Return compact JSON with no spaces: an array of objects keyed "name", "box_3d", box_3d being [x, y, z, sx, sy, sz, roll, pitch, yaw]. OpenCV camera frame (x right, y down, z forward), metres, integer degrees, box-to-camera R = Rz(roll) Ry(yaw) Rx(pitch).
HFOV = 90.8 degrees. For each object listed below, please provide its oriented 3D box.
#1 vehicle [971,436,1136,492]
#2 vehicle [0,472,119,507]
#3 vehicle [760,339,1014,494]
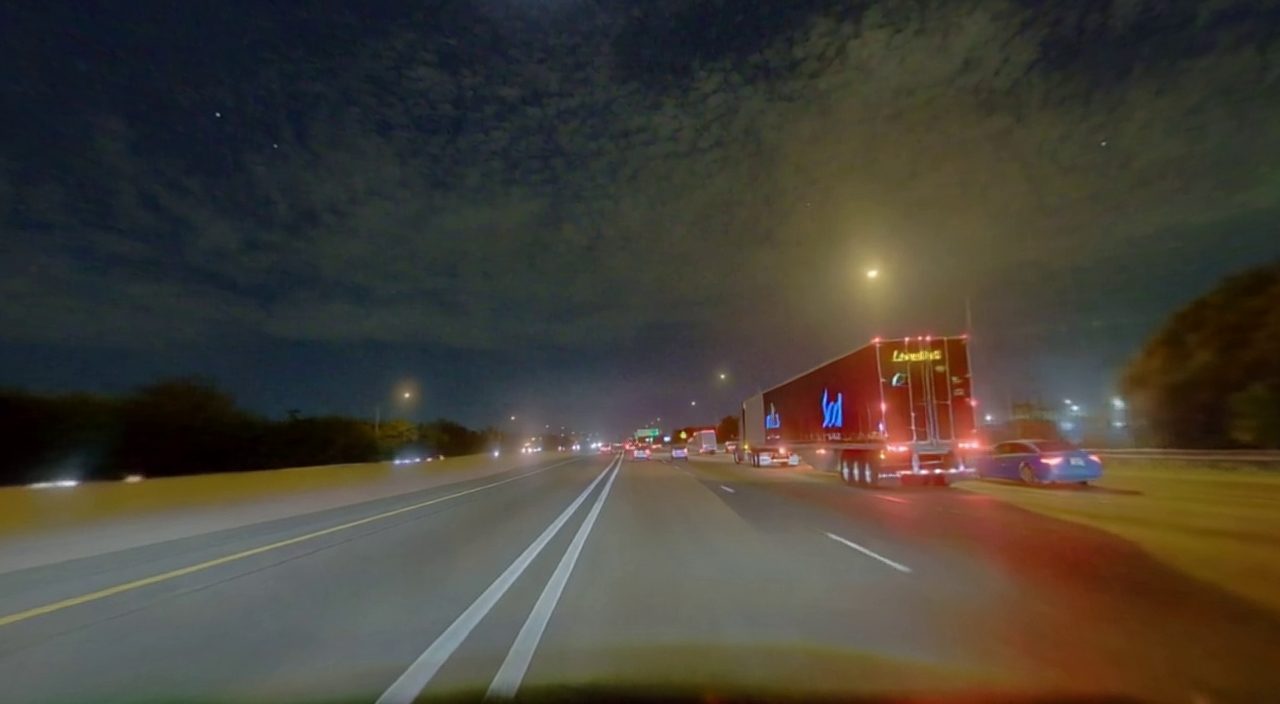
[{"name":"vehicle","box_3d":[12.151,3.323,19.020,1.862,1.462,4.459,0,-9,-2]},{"name":"vehicle","box_3d":[-30.337,7.138,33.115,1.948,1.479,4.914,0,-9,-1]},{"name":"vehicle","box_3d":[8.108,2.925,25.049,2.892,4.128,16.495,0,-9,-2]}]
